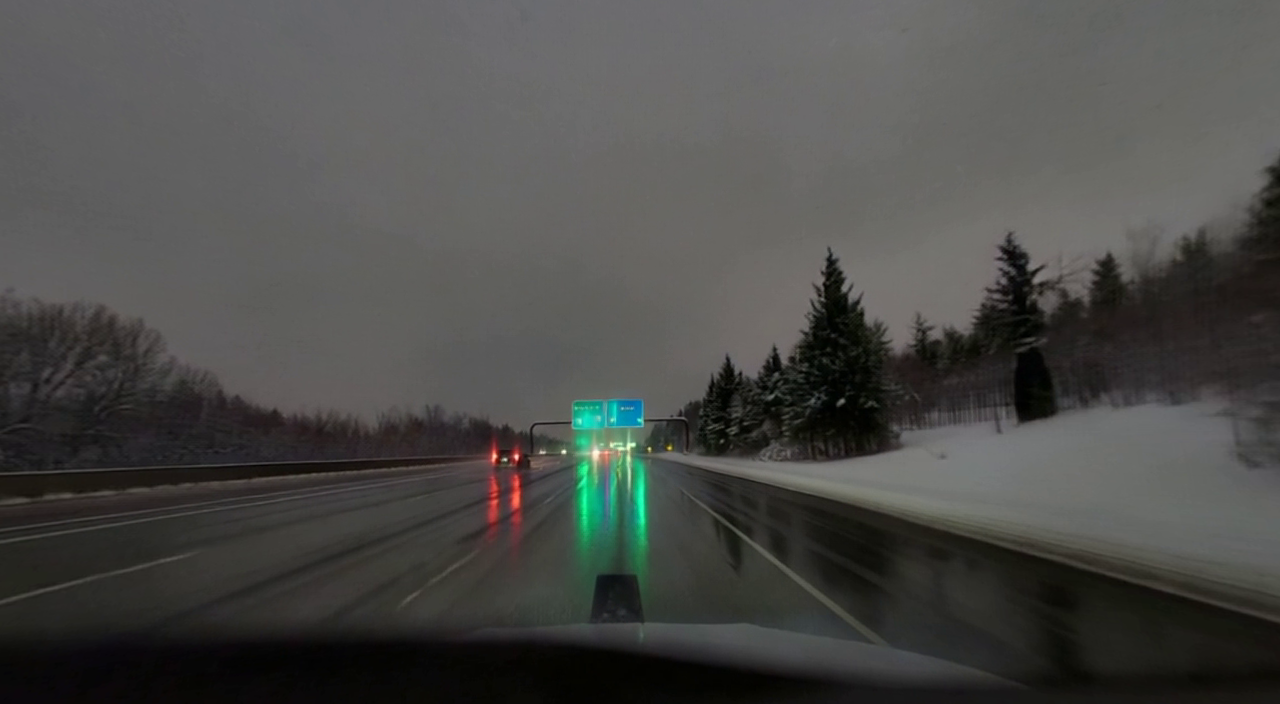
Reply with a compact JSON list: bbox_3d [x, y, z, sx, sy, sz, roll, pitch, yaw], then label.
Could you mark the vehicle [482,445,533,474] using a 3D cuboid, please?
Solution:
[{"bbox_3d":[-7.792,6.369,37.580,2.098,1.606,4.227,0,-9,0],"label":"vehicle"}]
